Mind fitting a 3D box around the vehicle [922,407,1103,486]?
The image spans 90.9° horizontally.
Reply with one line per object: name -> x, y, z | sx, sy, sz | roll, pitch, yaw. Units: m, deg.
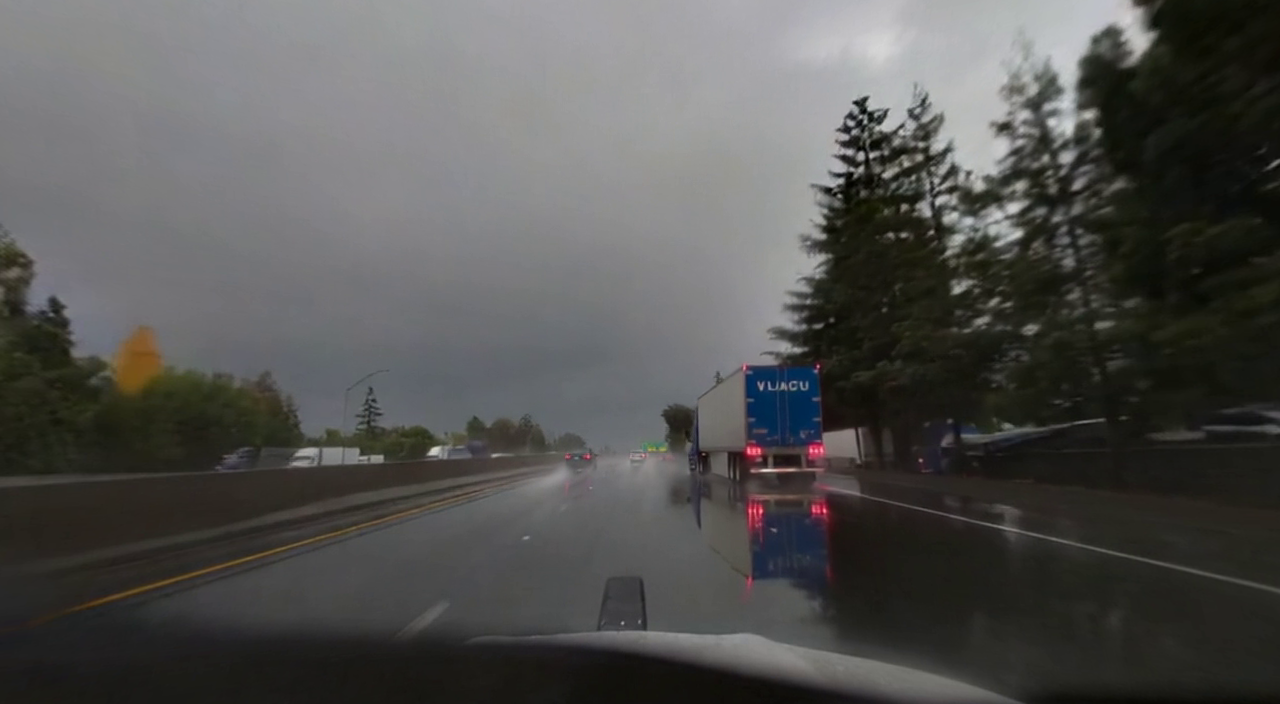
vehicle -> 17.773, 4.705, 31.300 | 2.809, 3.269, 10.050 | 0, -9, 0

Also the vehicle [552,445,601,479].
vehicle -> -3.252, 5.754, 33.158 | 2.107, 1.626, 4.804 | 0, -9, -1

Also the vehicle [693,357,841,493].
vehicle -> 4.368, 3.235, 25.940 | 2.847, 4.075, 14.244 | 0, -9, -1

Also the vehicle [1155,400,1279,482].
vehicle -> 34.462, 4.541, 32.459 | 2.942, 4.130, 11.672 | 7, -12, -44
